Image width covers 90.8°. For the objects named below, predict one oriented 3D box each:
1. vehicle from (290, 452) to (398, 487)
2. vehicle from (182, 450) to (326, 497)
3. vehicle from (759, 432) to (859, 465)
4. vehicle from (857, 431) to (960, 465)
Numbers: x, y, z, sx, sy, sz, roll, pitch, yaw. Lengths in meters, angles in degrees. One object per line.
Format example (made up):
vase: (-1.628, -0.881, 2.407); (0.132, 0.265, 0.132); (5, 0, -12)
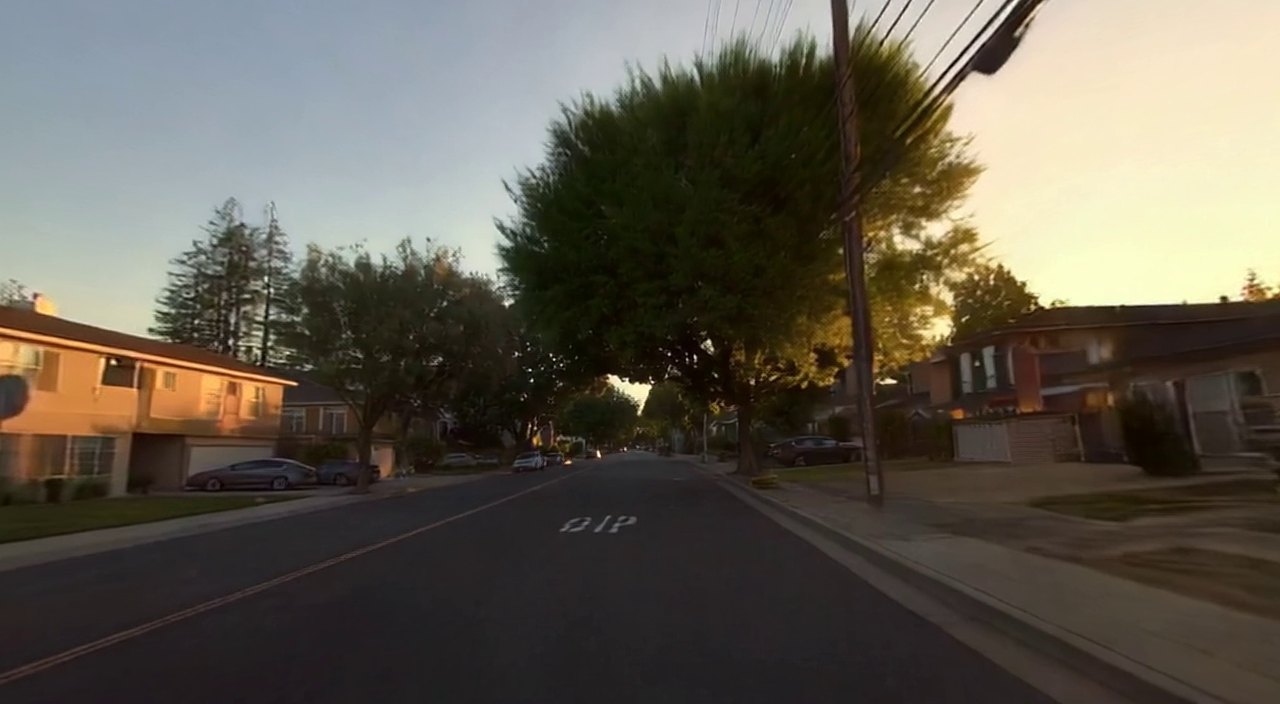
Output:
vehicle: (-14.220, 5.638, 30.512); (4.260, 1.588, 1.927); (-1, -9, 5)
vehicle: (-15.127, 4.733, 24.887); (4.500, 1.714, 1.924); (-1, -9, 7)
vehicle: (9.346, 5.364, 35.267); (4.952, 1.775, 2.089); (0, -8, 0)
vehicle: (13.012, 4.687, 30.797); (4.122, 1.610, 1.888); (0, -9, 2)
